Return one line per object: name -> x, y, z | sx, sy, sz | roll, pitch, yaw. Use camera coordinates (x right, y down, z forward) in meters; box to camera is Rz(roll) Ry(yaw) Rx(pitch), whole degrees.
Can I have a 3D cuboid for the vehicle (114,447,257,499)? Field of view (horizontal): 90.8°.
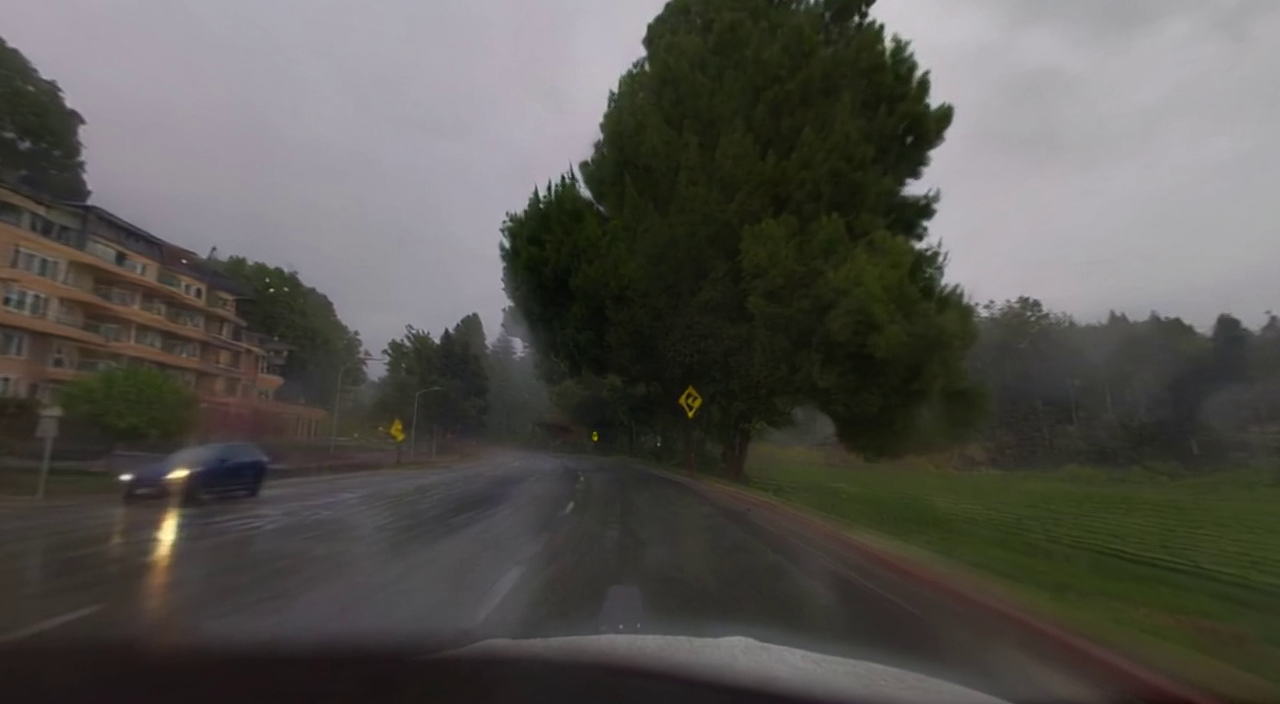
vehicle -> -15.706, 4.155, 22.181 | 1.993, 1.634, 4.268 | 0, -9, -4
